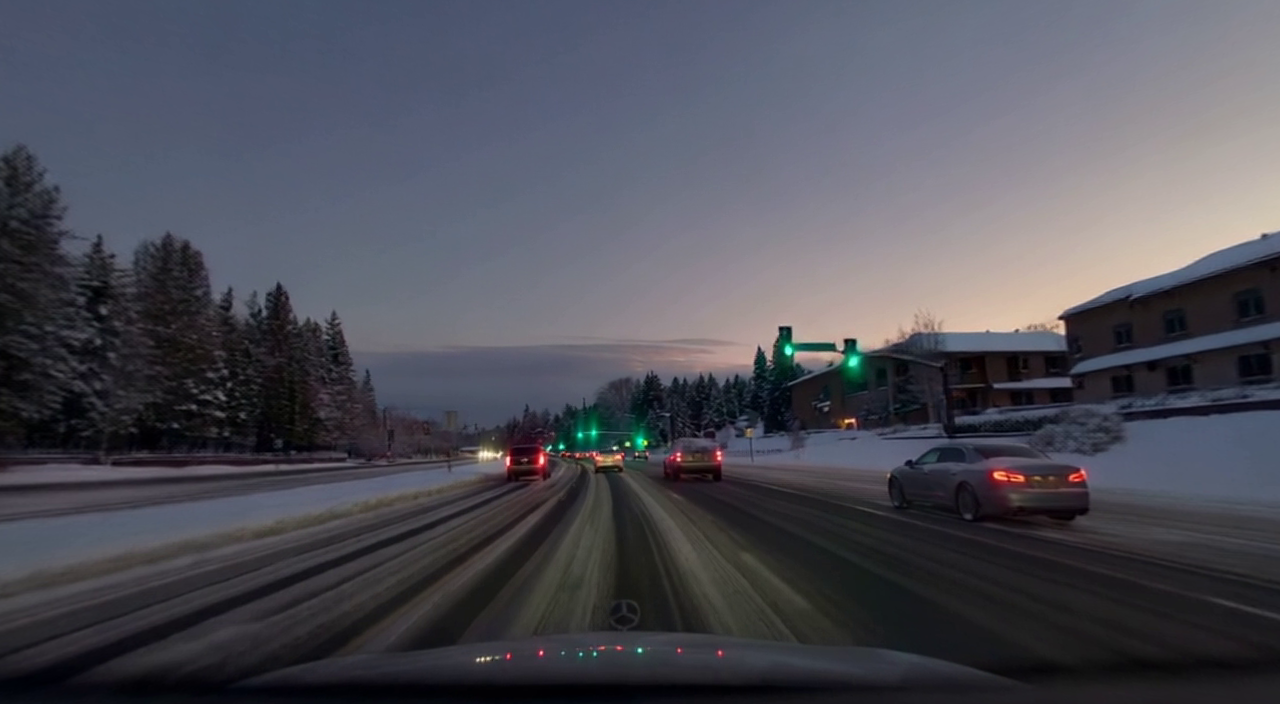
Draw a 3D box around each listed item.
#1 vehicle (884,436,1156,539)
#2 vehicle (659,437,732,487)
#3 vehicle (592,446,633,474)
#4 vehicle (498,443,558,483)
[{"bbox_3d":[6.176,2.214,11.043,1.945,1.408,4.288,0,-8,-3],"label":"vehicle"},{"bbox_3d":[2.035,4.218,24.569,2.161,1.716,4.194,0,-8,-4],"label":"vehicle"},{"bbox_3d":[-1.685,6.289,36.959,2.155,1.486,4.403,1,-8,-5],"label":"vehicle"},{"bbox_3d":[-5.000,4.980,28.672,2.172,1.671,4.175,0,-8,-3],"label":"vehicle"}]
